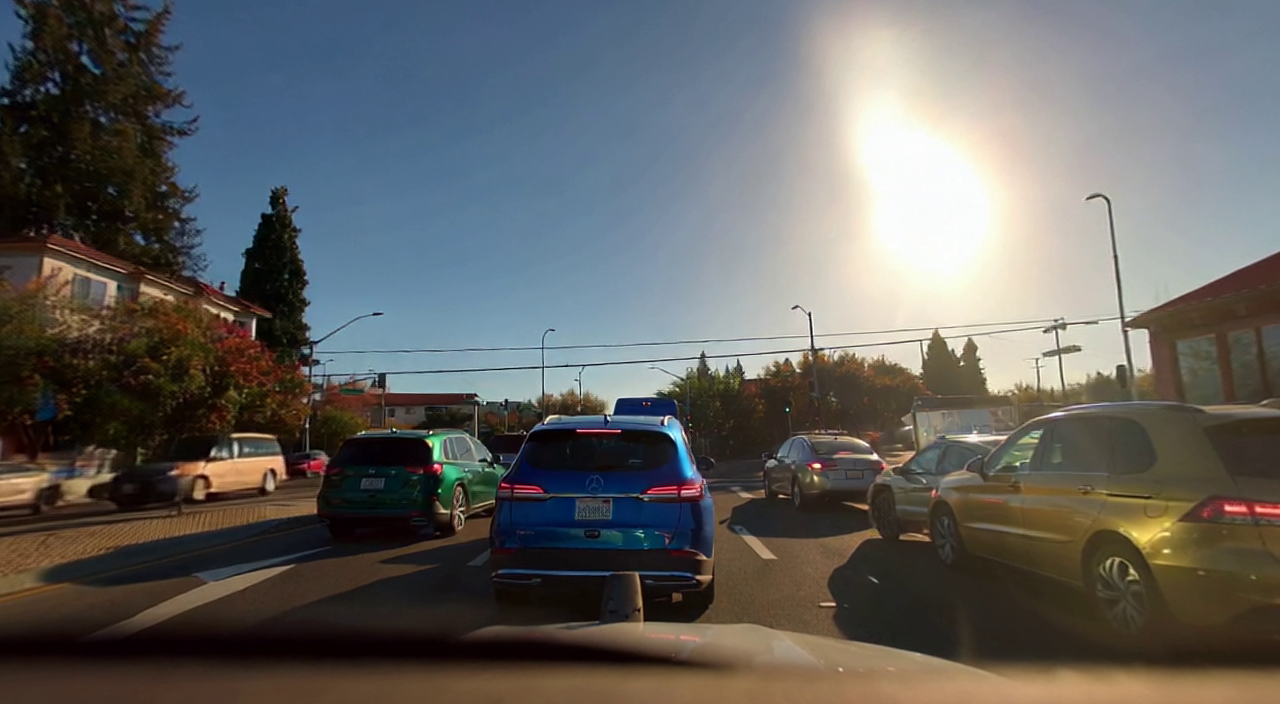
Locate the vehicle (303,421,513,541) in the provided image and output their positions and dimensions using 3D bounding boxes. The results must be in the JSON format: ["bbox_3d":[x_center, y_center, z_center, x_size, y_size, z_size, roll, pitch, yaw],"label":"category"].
[{"bbox_3d":[-3.762,2.166,11.224,2.012,1.701,4.316,0,-8,1],"label":"vehicle"}]

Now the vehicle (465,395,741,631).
[{"bbox_3d":[-0.154,1.480,6.743,2.022,1.700,4.084,0,-9,4],"label":"vehicle"}]

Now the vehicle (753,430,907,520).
[{"bbox_3d":[3.673,2.437,12.983,1.847,1.554,3.885,0,-8,-2],"label":"vehicle"}]

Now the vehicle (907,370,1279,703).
[{"bbox_3d":[4.165,1.281,5.392,2.014,1.740,4.515,-1,-8,4],"label":"vehicle"}]

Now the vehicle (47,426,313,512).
[{"bbox_3d":[-12.138,3.136,17.611,2.276,1.926,6.686,0,-8,1],"label":"vehicle"}]

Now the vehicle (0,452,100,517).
[{"bbox_3d":[-15.822,3.215,15.399,1.774,1.468,3.863,0,-8,1],"label":"vehicle"}]
